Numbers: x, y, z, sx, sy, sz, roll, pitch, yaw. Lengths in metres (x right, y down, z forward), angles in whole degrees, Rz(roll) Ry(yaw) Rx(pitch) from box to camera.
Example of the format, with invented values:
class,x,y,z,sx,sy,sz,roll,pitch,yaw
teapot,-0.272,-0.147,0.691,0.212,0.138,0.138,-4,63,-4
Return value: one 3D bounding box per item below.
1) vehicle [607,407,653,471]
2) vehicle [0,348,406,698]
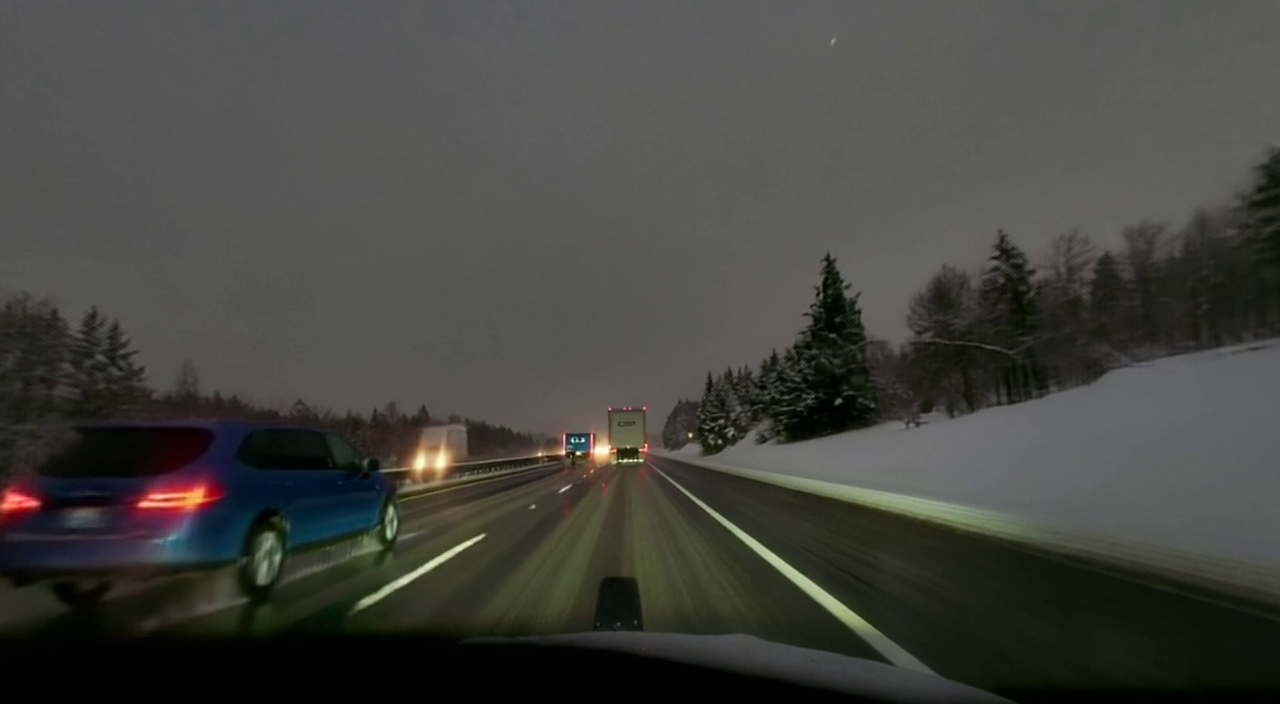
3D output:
class,x,y,z,sx,sy,sz,roll,pitch,yaw
vehicle,-0.753,6.288,44.983,2.923,4.007,9.760,0,-9,-1
vehicle,-4.356,1.335,6.102,2.226,1.935,5.130,0,-9,-1
